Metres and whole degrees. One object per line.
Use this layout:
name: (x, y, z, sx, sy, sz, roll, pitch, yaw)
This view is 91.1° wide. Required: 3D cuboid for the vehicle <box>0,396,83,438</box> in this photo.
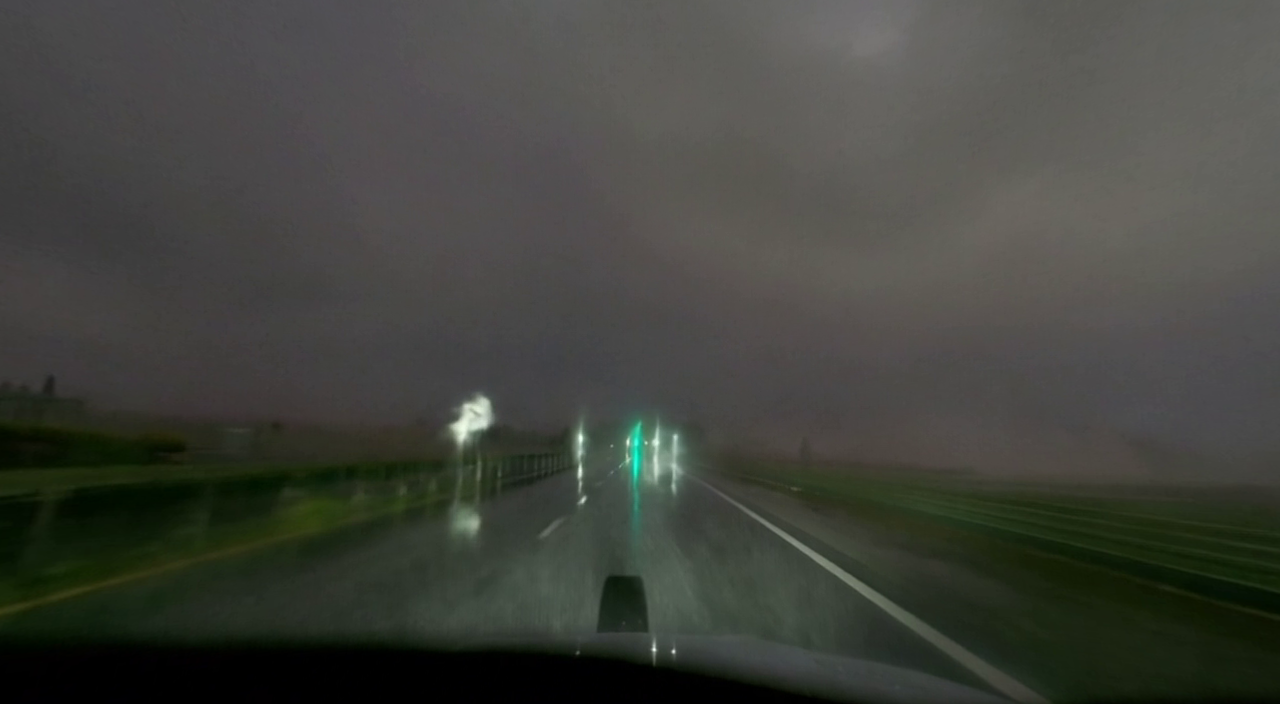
vehicle: (-47.059, 5.070, 48.404, 2.721, 2.776, 5.478, -12, -13, 34)
